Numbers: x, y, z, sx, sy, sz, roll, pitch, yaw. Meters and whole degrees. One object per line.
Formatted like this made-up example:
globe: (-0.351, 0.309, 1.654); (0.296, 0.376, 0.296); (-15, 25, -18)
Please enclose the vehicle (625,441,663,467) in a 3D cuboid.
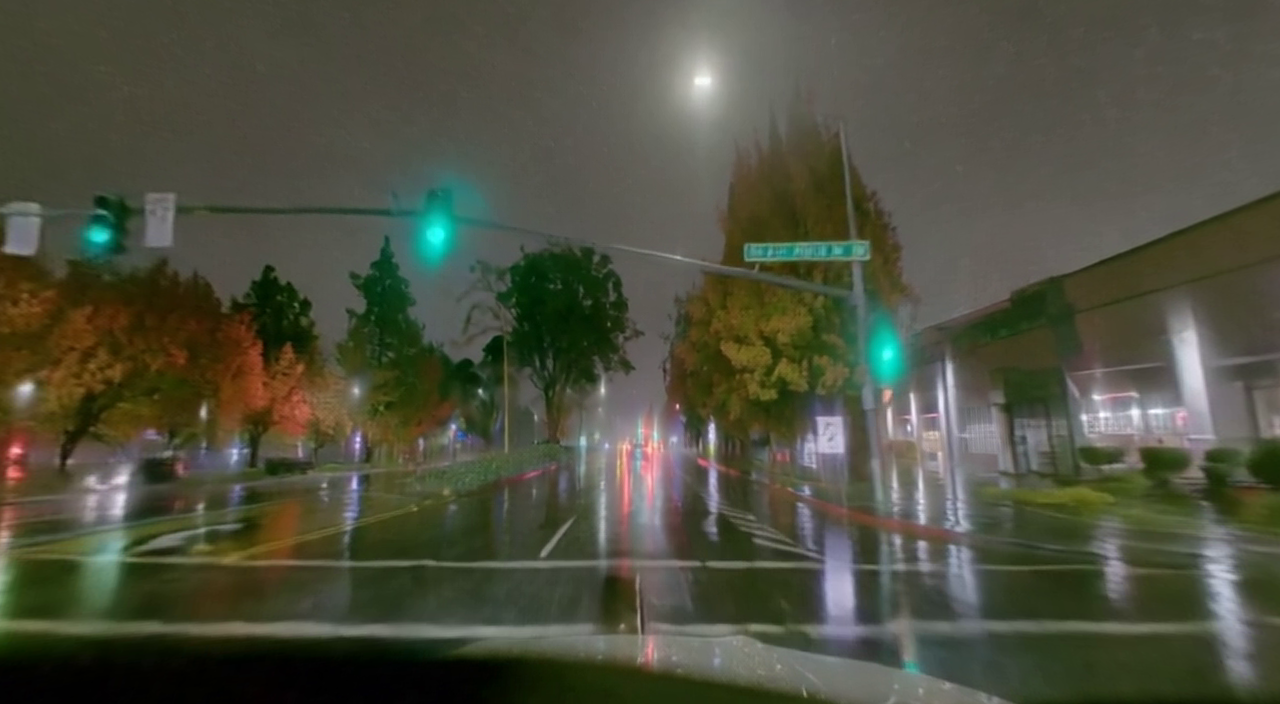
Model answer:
vehicle: (0.231, 6.104, 38.002); (2.115, 1.461, 3.976); (0, -9, 0)
